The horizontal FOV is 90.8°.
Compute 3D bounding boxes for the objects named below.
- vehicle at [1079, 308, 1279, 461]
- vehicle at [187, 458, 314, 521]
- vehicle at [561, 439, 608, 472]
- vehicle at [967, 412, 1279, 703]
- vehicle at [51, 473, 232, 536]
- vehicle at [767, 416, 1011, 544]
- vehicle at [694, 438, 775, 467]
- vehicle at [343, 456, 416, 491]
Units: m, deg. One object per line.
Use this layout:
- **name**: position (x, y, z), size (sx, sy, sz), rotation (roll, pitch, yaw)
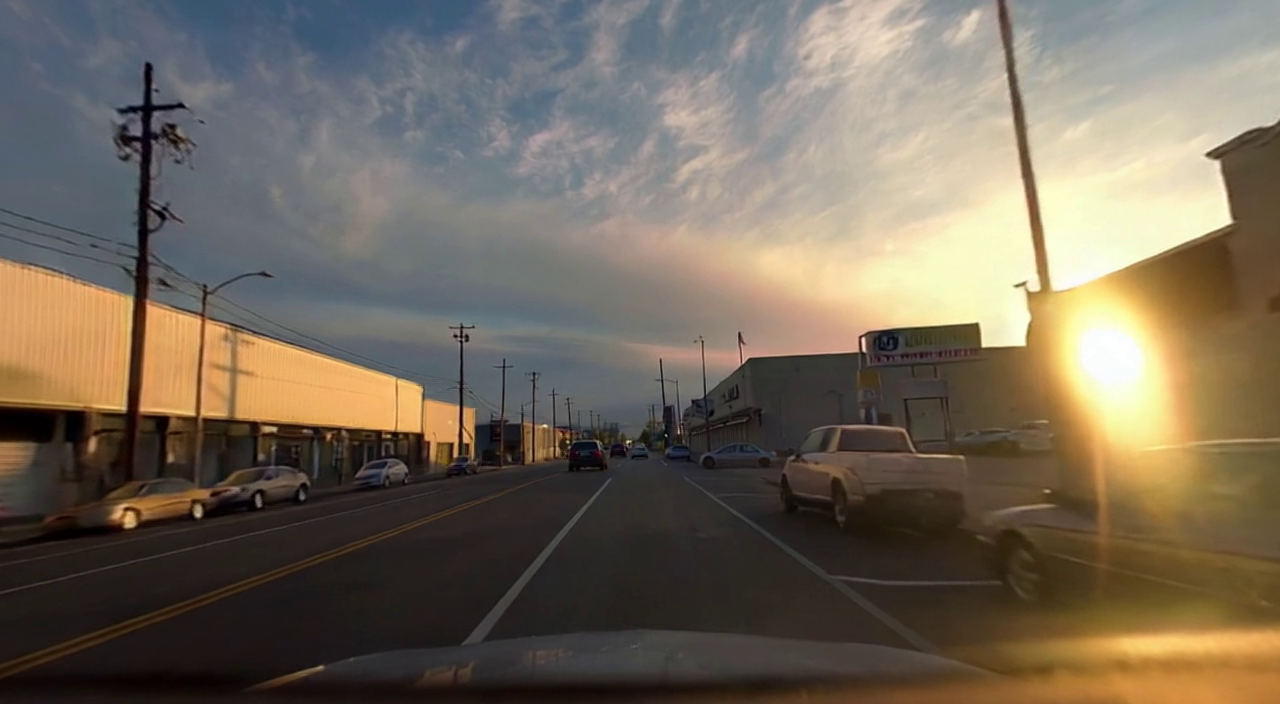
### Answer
- **vehicle**: position (19.212, 1.092, 17.892), size (10.707, 3.850, 3.717), rotation (1, -8, -1)
- **vehicle**: position (-15.279, 5.364, 25.136), size (2.081, 1.791, 4.799), rotation (-6, -7, -1)
- **vehicle**: position (-3.291, 6.199, 38.222), size (2.348, 1.831, 4.737), rotation (0, -8, 1)
- **vehicle**: position (3.894, 1.058, 3.259), size (1.862, 1.451, 4.544), rotation (0, -9, -2)
- **vehicle**: position (-15.148, 4.617, 19.586), size (2.049, 1.496, 4.338), rotation (-1, -8, 0)
- **vehicle**: position (3.828, 2.097, 11.120), size (2.048, 1.658, 5.559), rotation (0, -9, 0)
- **vehicle**: position (5.440, 5.859, 36.935), size (4.474, 1.632, 2.234), rotation (-1, -8, 5)
- **vehicle**: position (-15.324, 7.158, 37.495), size (1.966, 1.760, 5.423), rotation (-1, -8, 1)
